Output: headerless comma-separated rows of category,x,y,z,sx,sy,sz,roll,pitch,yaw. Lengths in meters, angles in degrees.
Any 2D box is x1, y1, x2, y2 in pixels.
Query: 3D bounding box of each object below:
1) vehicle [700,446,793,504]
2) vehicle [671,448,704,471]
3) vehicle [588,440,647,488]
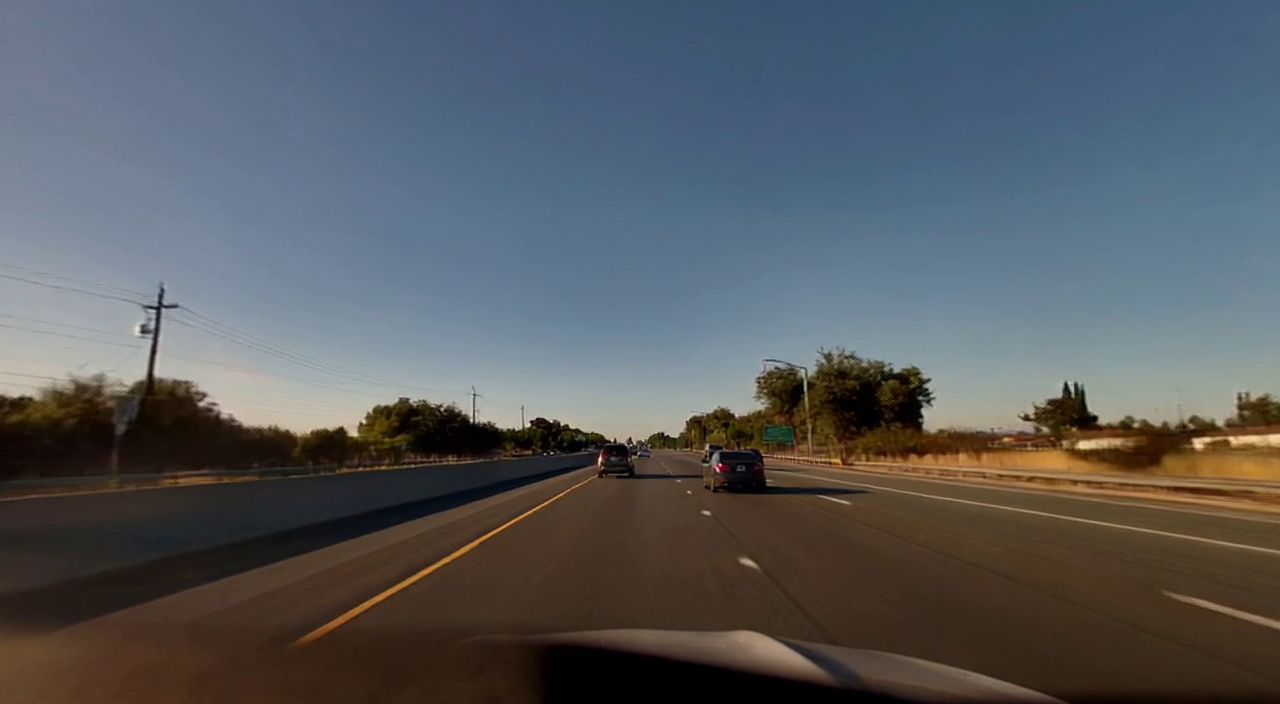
vehicle,2.948,3.501,18.329,2.004,1.471,4.032,0,-9,0
vehicle,3.405,7.816,45.871,2.047,1.540,4.294,0,-9,0
vehicle,-0.824,4.417,25.202,2.142,1.724,4.344,0,-9,0
